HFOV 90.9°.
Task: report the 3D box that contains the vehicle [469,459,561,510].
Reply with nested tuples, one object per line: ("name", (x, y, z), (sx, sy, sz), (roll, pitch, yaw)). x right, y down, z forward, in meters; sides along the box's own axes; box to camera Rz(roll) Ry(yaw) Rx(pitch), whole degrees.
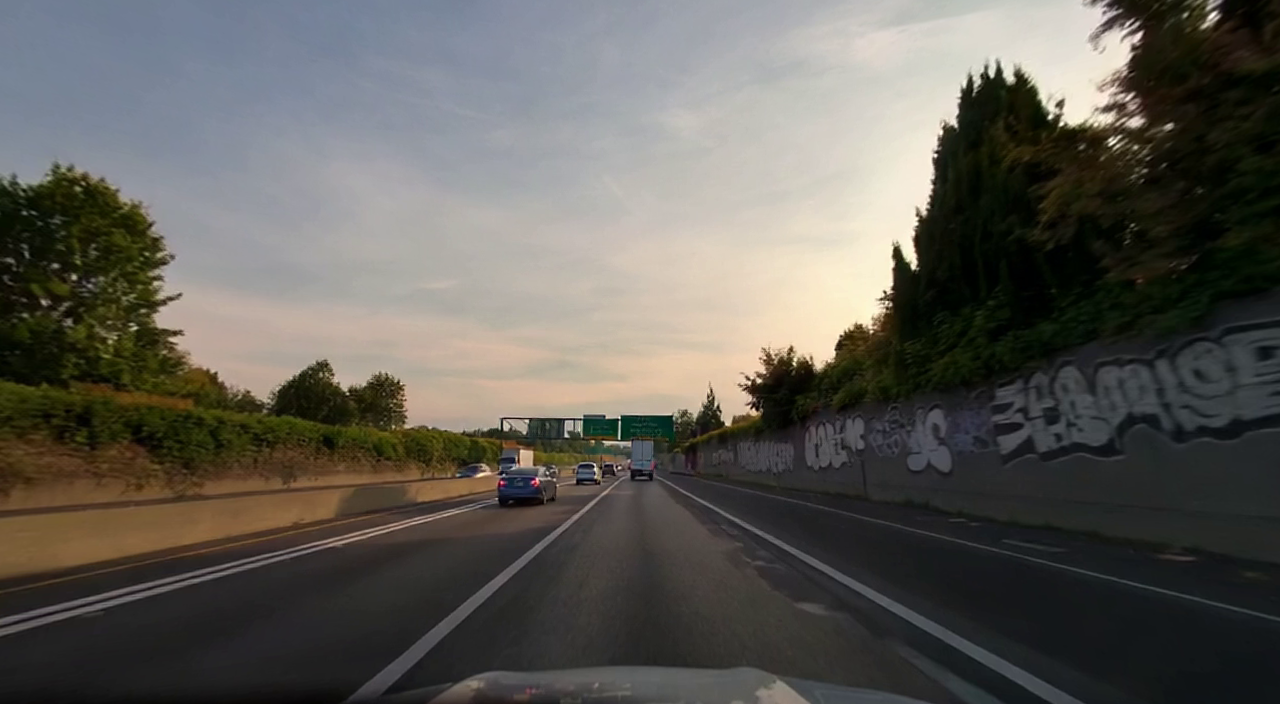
("vehicle", (-3.935, 4.269, 20.564), (2.054, 1.443, 4.131), (0, -10, 1))

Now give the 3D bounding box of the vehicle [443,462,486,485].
("vehicle", (-12.540, 8.692, 45.249), (1.874, 1.514, 4.246), (1, -10, 0))

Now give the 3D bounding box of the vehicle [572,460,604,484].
("vehicle", (-3.861, 8.961, 47.118), (2.032, 1.625, 4.023), (1, -10, 0))
